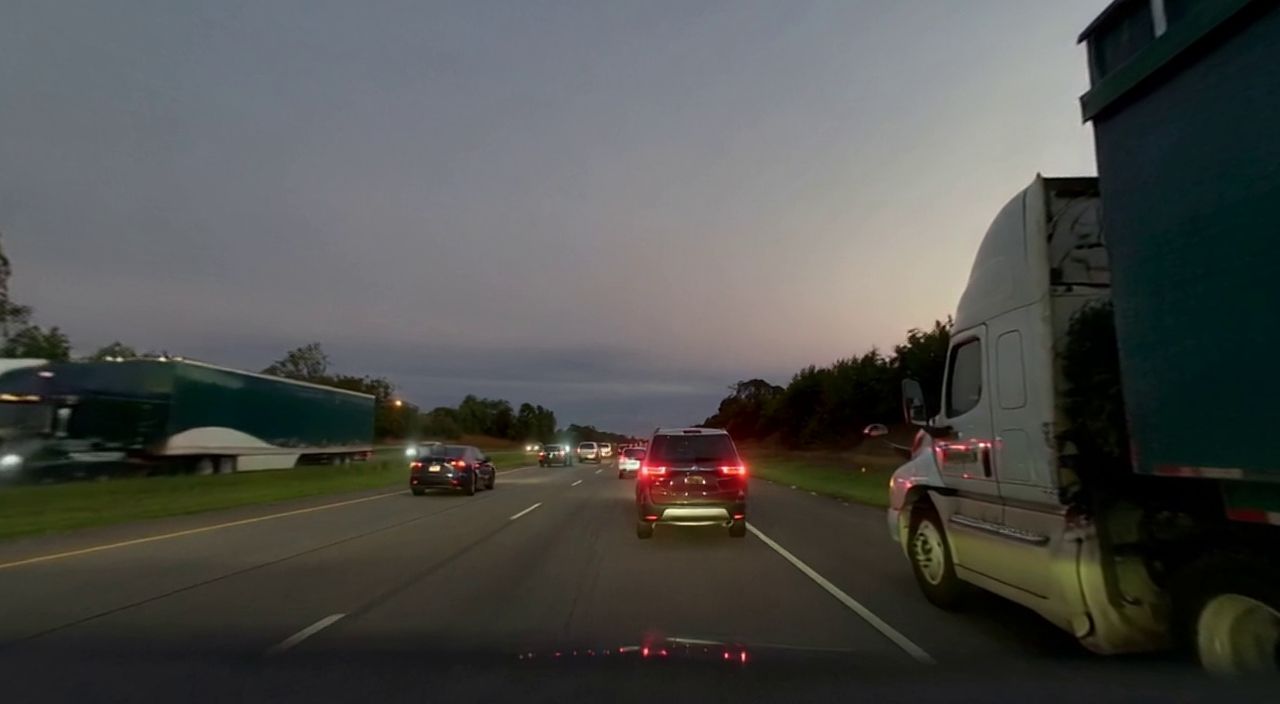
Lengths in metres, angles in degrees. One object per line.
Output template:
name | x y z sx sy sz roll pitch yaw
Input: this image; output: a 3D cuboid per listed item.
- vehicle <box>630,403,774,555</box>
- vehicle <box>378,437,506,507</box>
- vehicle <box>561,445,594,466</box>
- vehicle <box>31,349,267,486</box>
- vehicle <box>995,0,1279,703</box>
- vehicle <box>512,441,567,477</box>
vehicle | 0.777 1.923 10.084 1.825 1.920 3.960 0 -9 0
vehicle | -4.747 2.922 15.751 1.867 1.489 3.829 0 -9 1
vehicle | -4.442 7.464 45.418 1.857 1.423 3.920 0 -9 1
vehicle | -15.942 2.315 21.211 2.946 3.934 5.884 0 -9 0
vehicle | 3.803 0.039 2.618 2.141 3.473 4.217 -1 -9 2
vehicle | -4.687 5.050 29.976 1.855 1.527 4.209 0 -9 1
